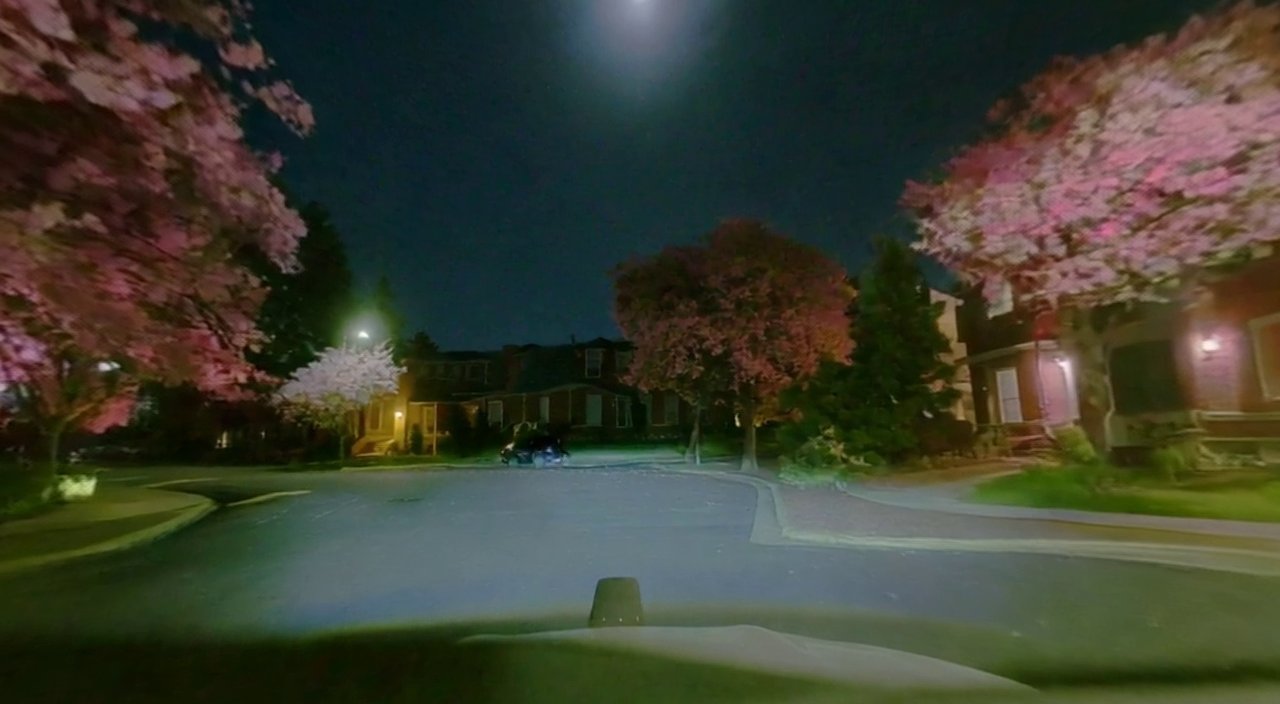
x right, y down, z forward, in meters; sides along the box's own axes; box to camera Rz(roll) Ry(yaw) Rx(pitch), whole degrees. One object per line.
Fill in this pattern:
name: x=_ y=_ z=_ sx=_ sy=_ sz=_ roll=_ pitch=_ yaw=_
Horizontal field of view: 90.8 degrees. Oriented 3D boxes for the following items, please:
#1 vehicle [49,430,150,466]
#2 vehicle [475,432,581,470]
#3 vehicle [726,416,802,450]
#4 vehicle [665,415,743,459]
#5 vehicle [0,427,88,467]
vehicle: x=-27.644 y=4.898 z=32.337 sx=4.237 sy=1.728 sz=2.203 roll=-4 pitch=-9 yaw=25
vehicle: x=-5.580 y=5.014 z=31.984 sx=4.815 sy=1.827 sz=2.147 roll=-1 pitch=-9 yaw=8
vehicle: x=6.965 y=4.559 z=35.140 sx=2.152 sy=1.773 sz=4.495 roll=-7 pitch=-11 yaw=40
vehicle: x=3.651 y=4.696 z=35.474 sx=2.310 sy=1.701 sz=4.280 roll=1 pitch=2 yaw=40
vehicle: x=-28.638 y=4.449 z=29.610 sx=3.913 sy=1.785 sz=2.147 roll=-2 pitch=-9 yaw=14
